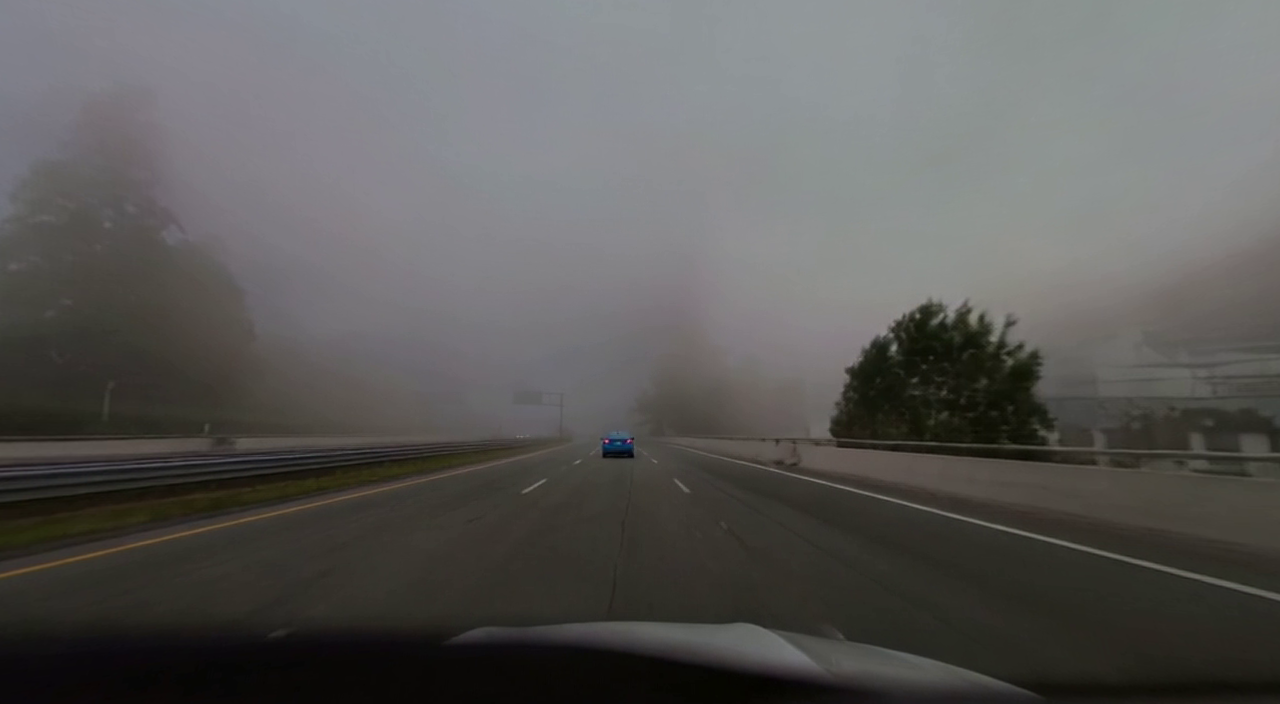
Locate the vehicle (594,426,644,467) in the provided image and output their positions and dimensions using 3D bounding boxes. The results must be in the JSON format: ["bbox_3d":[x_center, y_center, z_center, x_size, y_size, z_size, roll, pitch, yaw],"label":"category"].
[{"bbox_3d":[-0.897,4.055,27.143,2.020,1.633,3.942,0,-8,-2],"label":"vehicle"}]
